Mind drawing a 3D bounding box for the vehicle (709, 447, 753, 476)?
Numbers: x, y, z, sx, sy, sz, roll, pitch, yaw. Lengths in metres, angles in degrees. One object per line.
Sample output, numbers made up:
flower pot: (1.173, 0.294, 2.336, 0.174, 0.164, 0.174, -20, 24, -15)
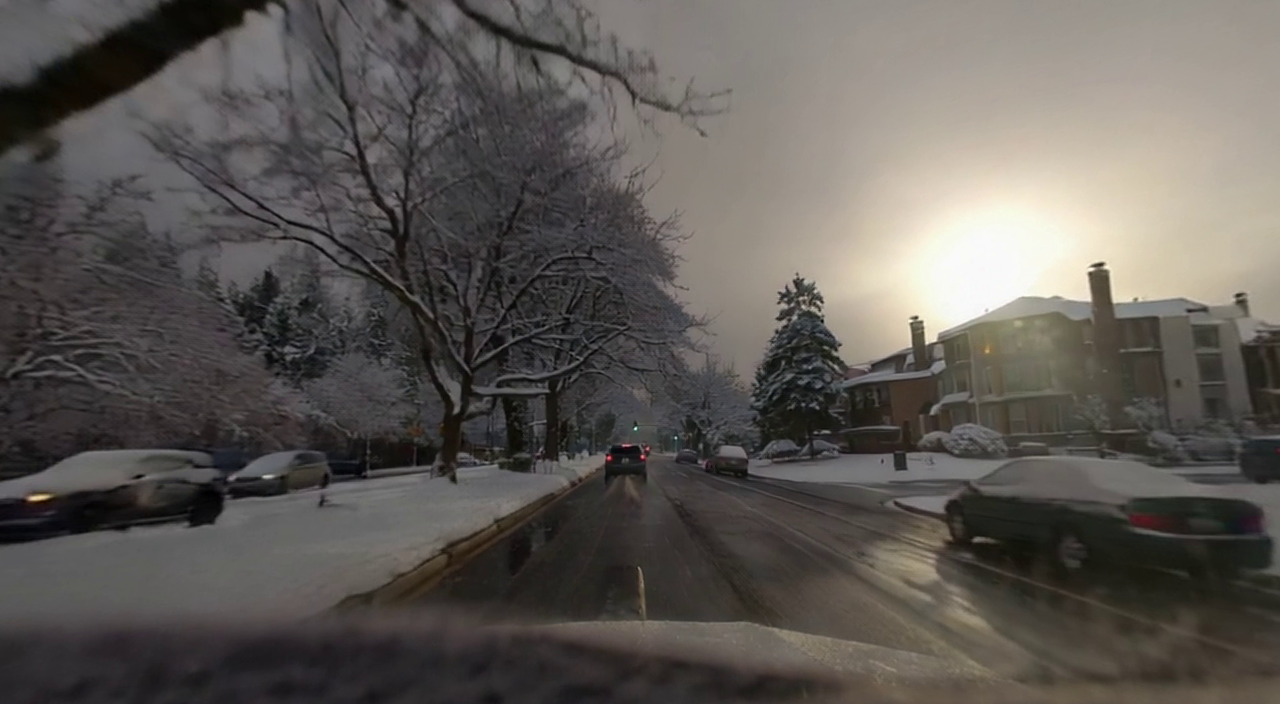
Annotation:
vehicle: (5.620, 6.813, 39.678, 1.970, 1.696, 4.405, 0, -9, -2)

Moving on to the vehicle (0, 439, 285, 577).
vehicle: (-7.529, 2.042, 9.231, 2.105, 1.474, 4.808, 0, -9, -3)

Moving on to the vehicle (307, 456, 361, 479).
vehicle: (-22.439, 8.466, 46.521, 1.772, 1.457, 4.505, 0, -9, -1)

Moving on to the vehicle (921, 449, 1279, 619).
vehicle: (5.694, 1.993, 8.036, 1.978, 1.485, 4.603, 0, -9, -2)

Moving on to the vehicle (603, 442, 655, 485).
vehicle: (-0.467, 4.743, 27.273, 2.070, 1.698, 3.925, 0, -9, -1)
